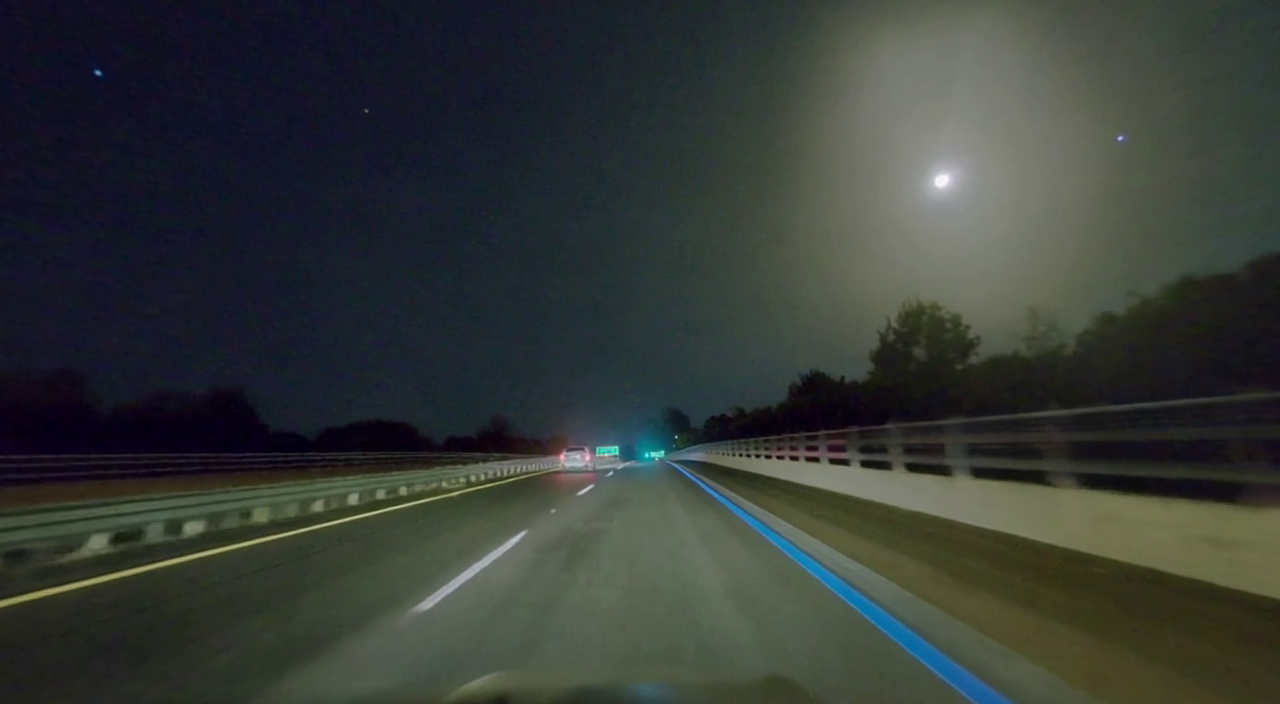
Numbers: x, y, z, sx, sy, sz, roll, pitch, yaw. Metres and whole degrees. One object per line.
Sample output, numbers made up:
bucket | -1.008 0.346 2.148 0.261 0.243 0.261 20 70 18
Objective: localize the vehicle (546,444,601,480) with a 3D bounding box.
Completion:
vehicle | -2.948 4.985 28.865 2.050 1.530 4.144 0 -8 0
